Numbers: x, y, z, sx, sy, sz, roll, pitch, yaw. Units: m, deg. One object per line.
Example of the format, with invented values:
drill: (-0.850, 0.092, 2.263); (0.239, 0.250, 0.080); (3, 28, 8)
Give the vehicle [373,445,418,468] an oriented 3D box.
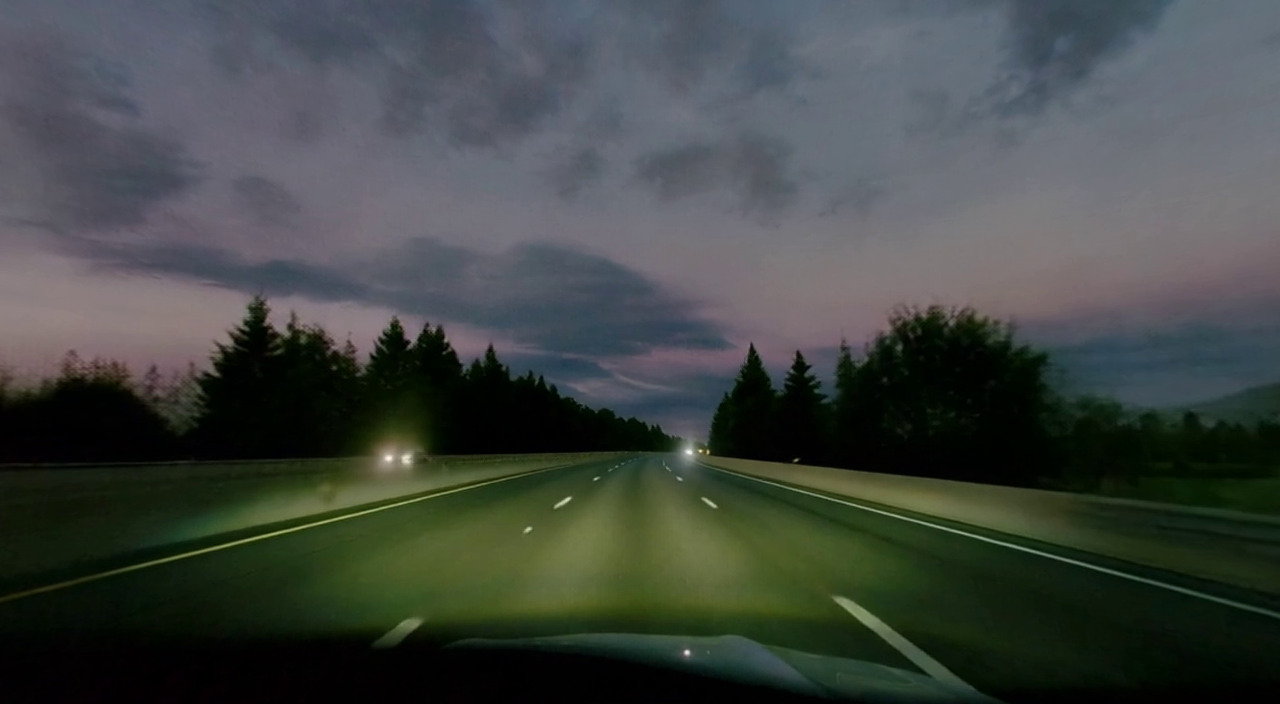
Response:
vehicle: (-15.250, 6.546, 39.473); (1.572, 1.339, 3.317); (0, -9, -3)
